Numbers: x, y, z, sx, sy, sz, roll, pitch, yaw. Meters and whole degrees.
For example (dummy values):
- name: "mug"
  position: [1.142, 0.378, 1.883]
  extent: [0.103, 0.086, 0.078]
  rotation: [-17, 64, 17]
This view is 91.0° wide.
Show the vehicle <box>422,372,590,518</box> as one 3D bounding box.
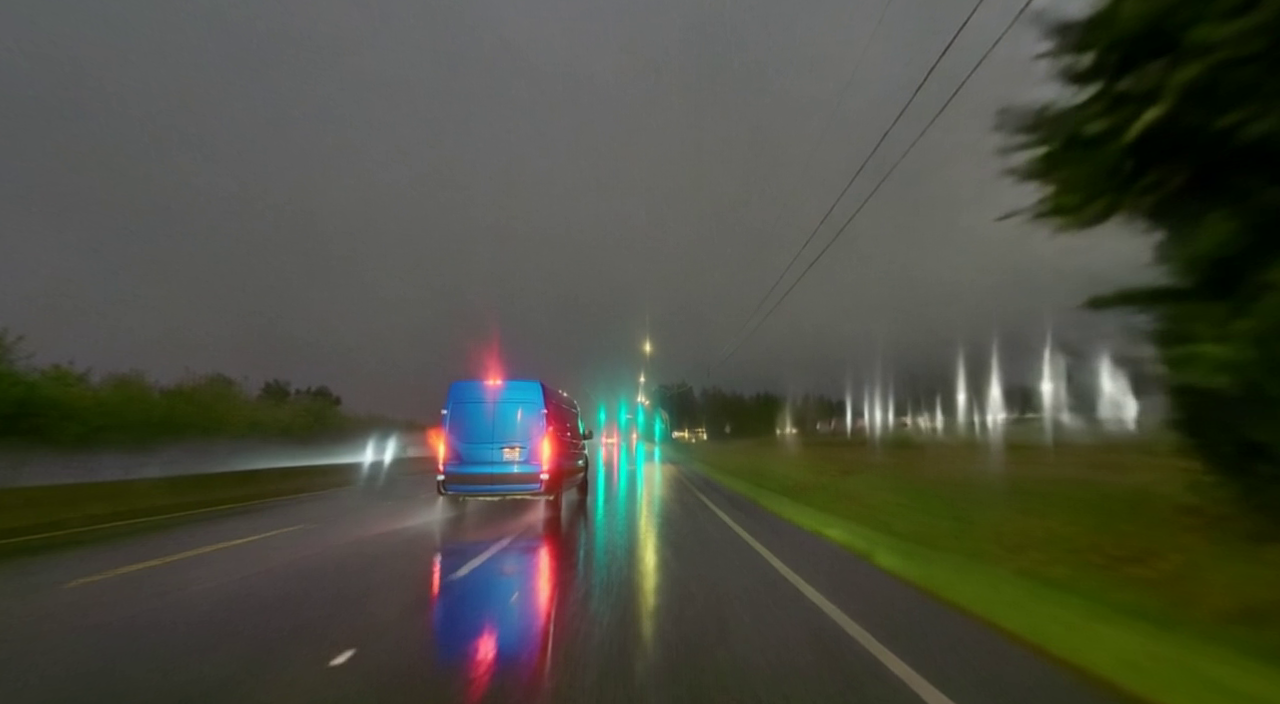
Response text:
- name: "vehicle"
  position: [-2.659, 2.122, 14.482]
  extent: [2.497, 2.628, 6.016]
  rotation: [0, -8, 0]
